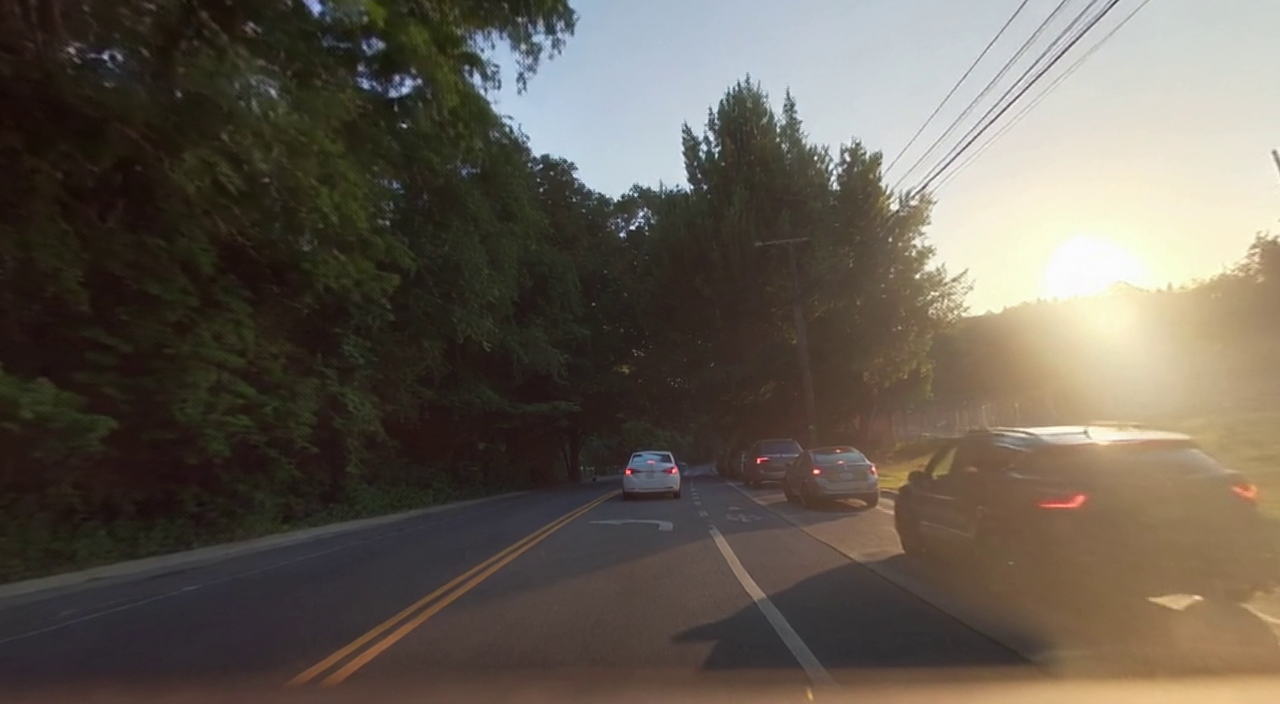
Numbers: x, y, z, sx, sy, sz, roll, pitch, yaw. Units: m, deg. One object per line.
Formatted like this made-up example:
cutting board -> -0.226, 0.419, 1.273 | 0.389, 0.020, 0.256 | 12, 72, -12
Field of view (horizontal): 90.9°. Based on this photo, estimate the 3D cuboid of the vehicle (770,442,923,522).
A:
vehicle -> 4.348, 2.770, 14.196 | 1.992, 1.469, 4.823 | 0, -8, 2

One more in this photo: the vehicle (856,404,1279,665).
vehicle -> 3.972, 1.486, 6.345 | 1.957, 1.629, 4.609 | 0, -8, 0

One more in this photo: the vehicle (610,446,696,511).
vehicle -> 0.386, 3.379, 17.374 | 2.078, 1.521, 4.058 | 0, -8, 2
